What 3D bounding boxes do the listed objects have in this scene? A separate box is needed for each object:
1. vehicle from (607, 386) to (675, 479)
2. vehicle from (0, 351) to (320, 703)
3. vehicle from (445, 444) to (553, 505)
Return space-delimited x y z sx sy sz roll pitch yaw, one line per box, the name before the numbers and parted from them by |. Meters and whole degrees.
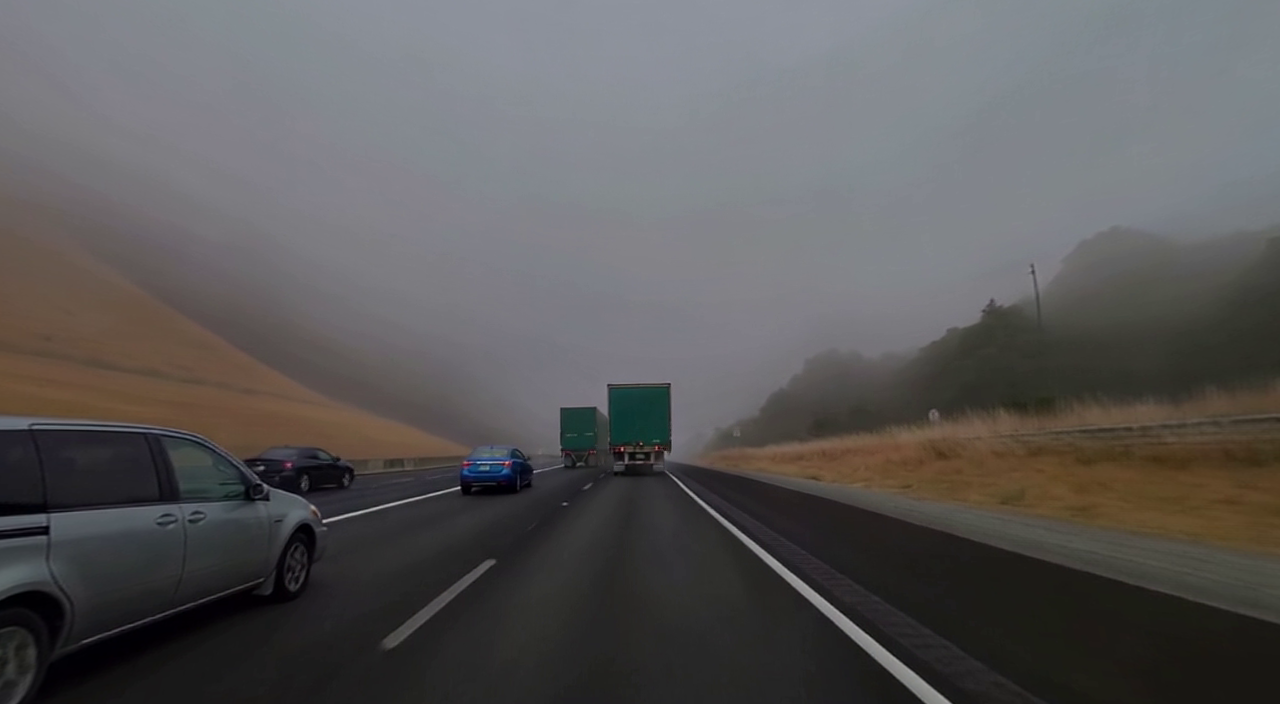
vehicle | 0.154 4.265 32.745 2.913 3.988 10.874 0 -9 1
vehicle | -4.029 0.948 3.268 2.136 1.779 4.875 0 -9 0
vehicle | -3.682 3.268 17.340 1.950 1.446 4.224 0 -9 1
